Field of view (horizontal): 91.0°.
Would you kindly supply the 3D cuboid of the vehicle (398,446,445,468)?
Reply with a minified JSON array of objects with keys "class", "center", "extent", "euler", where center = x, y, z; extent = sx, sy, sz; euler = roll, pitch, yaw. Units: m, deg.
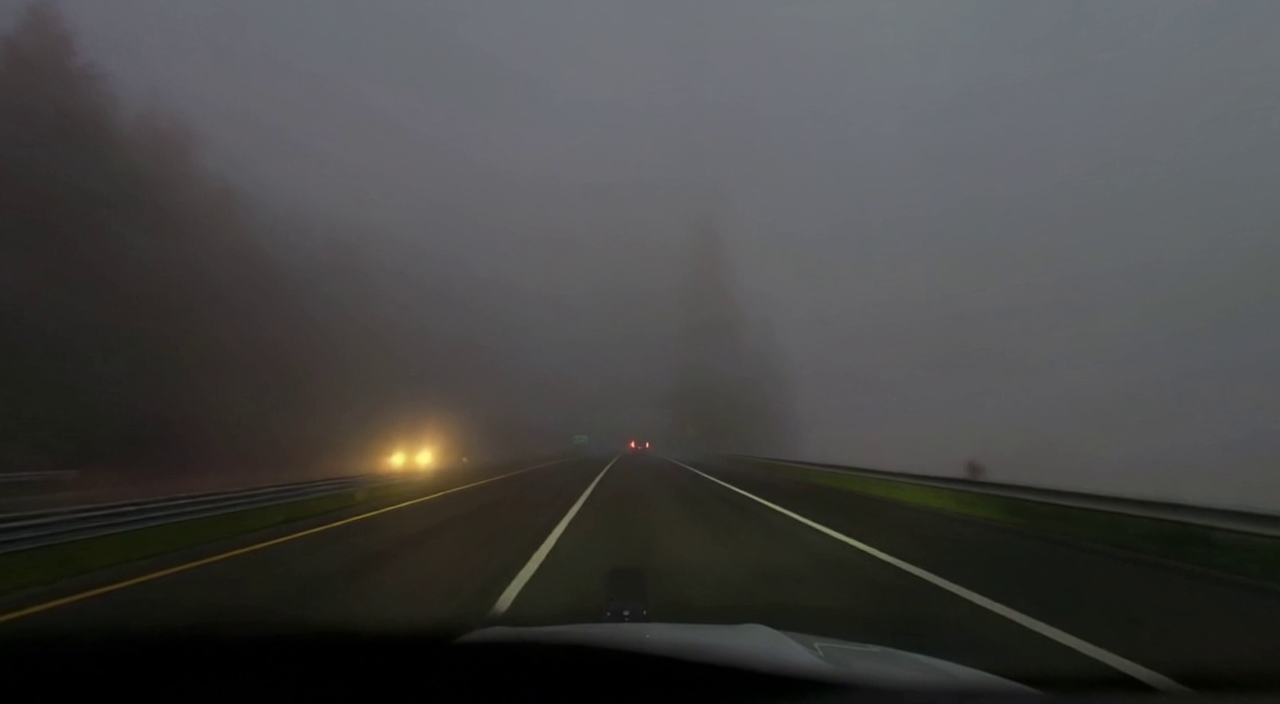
[{"class":"vehicle","center":[-15.797,7.583,45.761],"extent":[1.844,1.509,4.527],"euler":[0,-8,-1]}]
